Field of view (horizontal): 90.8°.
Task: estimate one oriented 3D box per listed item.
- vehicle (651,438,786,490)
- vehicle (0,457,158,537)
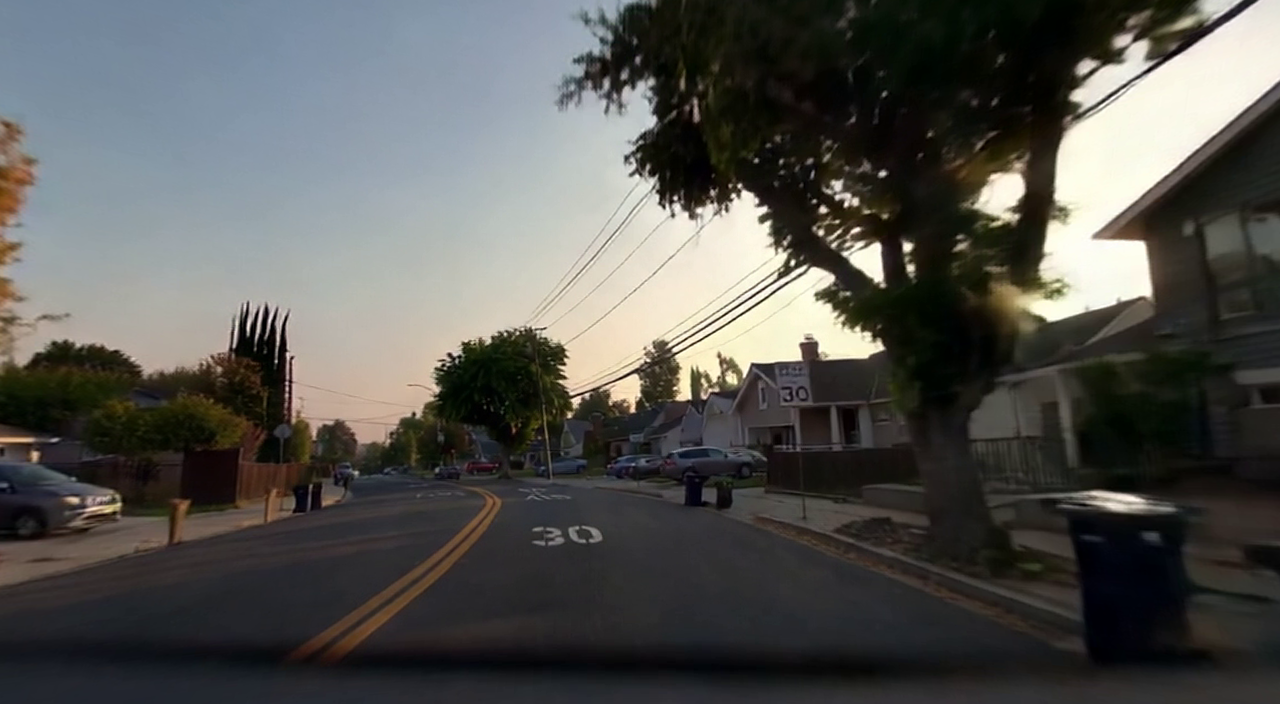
[{"bbox_3d":[3.332,4.814,27.224,5.229,1.790,2.153,-1,-11,-15],"label":"vehicle"},{"bbox_3d":[-13.257,2.992,13.270,4.498,1.526,1.952,0,-9,-4],"label":"vehicle"}]
